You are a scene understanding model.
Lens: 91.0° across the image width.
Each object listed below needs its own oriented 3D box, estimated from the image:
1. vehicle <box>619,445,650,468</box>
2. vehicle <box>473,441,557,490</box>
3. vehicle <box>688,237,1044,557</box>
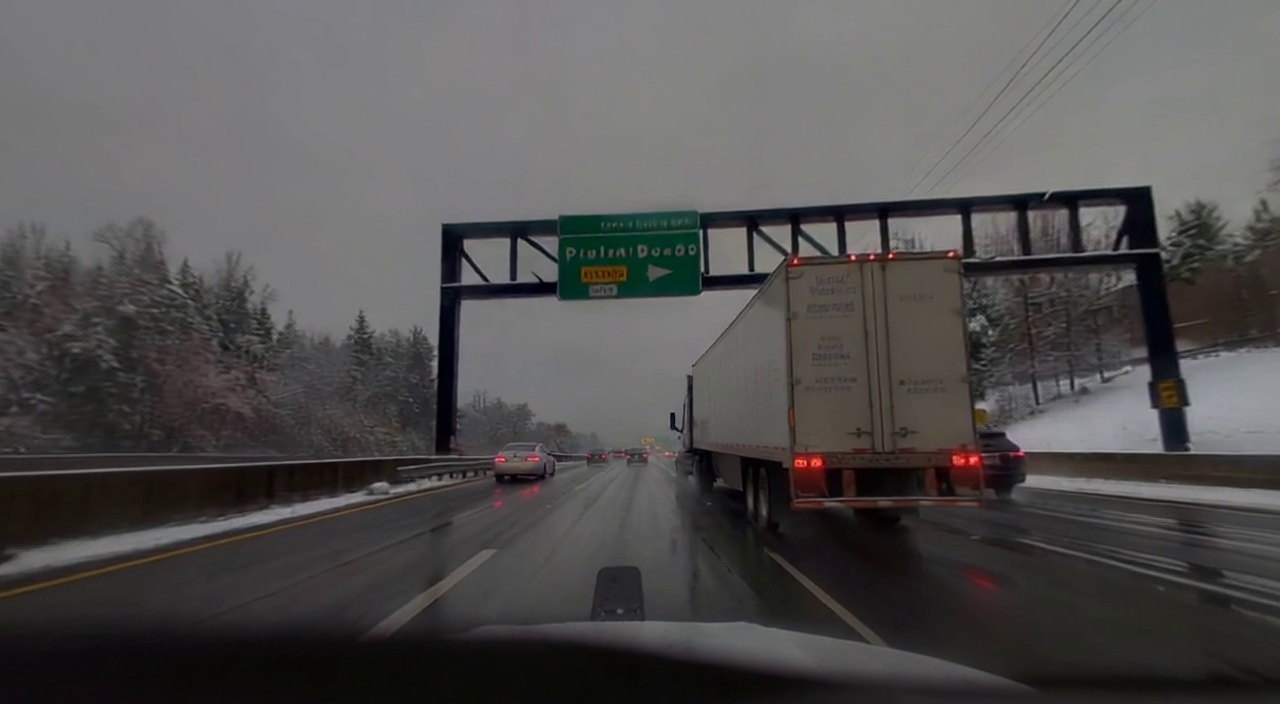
[{"bbox_3d":[-0.322,7.215,43.634,2.047,1.485,3.938,0,-8,1],"label":"vehicle"},{"bbox_3d":[-4.157,3.825,21.581,1.968,1.507,3.829,0,-8,2],"label":"vehicle"},{"bbox_3d":[3.442,1.675,16.112,2.907,4.109,16.177,0,-8,-1],"label":"vehicle"}]
